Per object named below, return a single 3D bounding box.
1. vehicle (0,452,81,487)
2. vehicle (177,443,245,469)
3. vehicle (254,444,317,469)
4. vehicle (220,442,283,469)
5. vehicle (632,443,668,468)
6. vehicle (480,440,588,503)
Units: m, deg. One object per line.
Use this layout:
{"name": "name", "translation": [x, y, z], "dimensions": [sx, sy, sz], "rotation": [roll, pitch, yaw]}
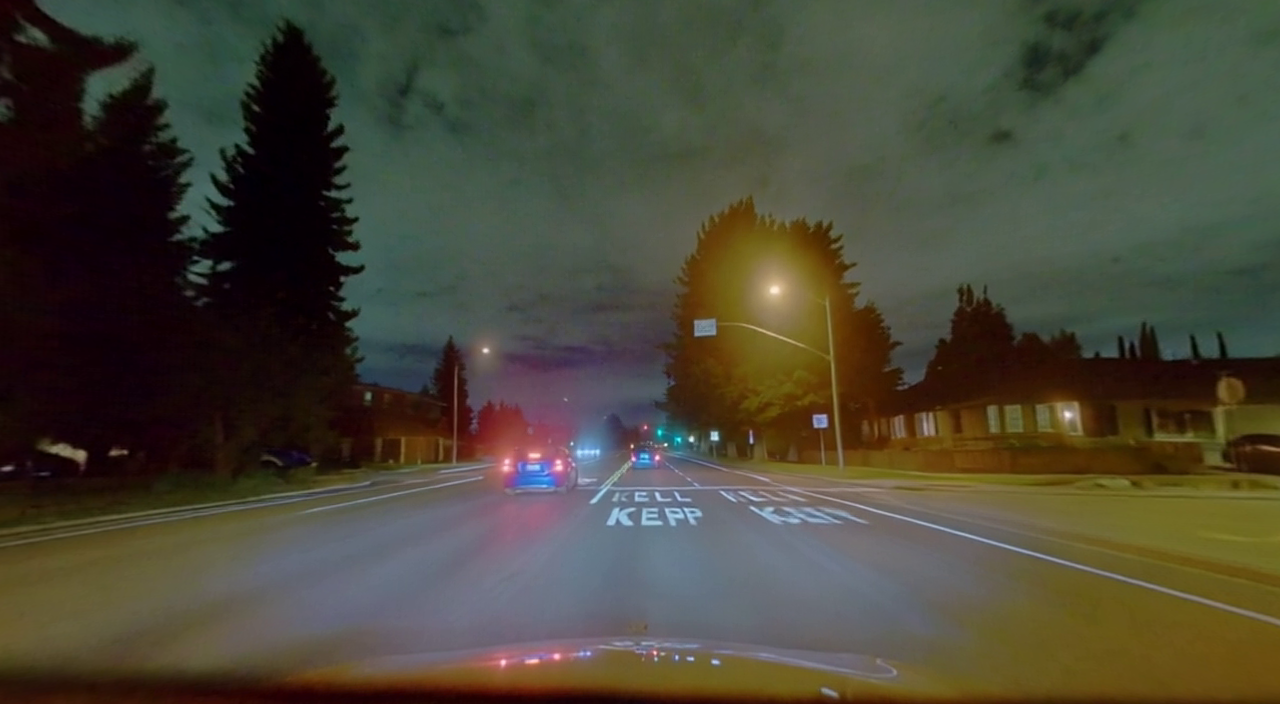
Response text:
{"name": "vehicle", "translation": [-28.784, 5.408, 29.241], "dimensions": [1.961, 1.470, 3.811], "rotation": [-1, -9, 5]}
{"name": "vehicle", "translation": [-28.848, 6.990, 42.511], "dimensions": [1.838, 1.685, 3.766], "rotation": [0, -8, 1]}
{"name": "vehicle", "translation": [-23.399, 6.899, 41.751], "dimensions": [1.894, 1.508, 3.783], "rotation": [0, -9, 0]}
{"name": "vehicle", "translation": [-25.921, 6.909, 42.179], "dimensions": [1.919, 1.701, 3.695], "rotation": [0, -9, -2]}
{"name": "vehicle", "translation": [0.617, 6.632, 40.550], "dimensions": [2.226, 1.505, 4.128], "rotation": [0, -8, 0]}
{"name": "vehicle", "translation": [-2.738, 3.226, 17.569], "dimensions": [2.158, 1.469, 4.909], "rotation": [0, -8, 0]}
